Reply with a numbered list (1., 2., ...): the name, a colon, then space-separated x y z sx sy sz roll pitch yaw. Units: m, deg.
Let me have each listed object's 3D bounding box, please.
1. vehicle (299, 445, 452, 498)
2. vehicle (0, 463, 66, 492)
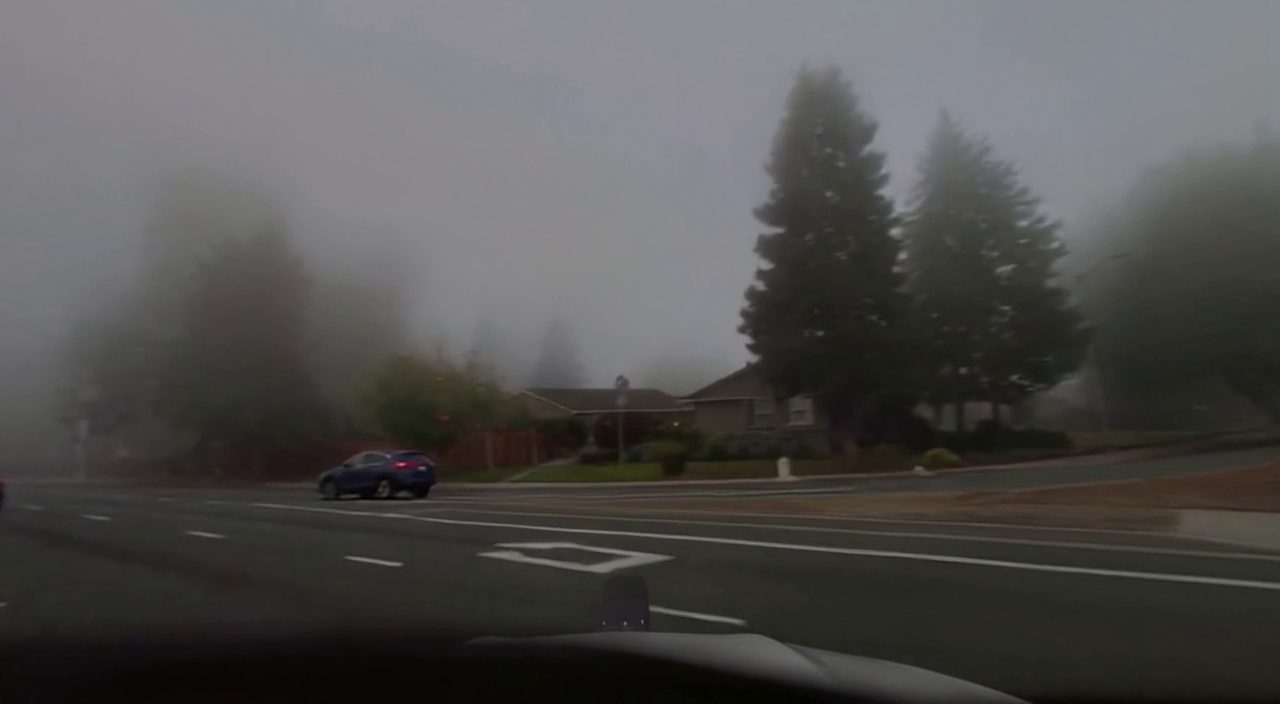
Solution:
1. vehicle: -9.734 4.354 23.285 4.995 1.798 2.102 -3 -9 18
2. vehicle: -35.703 7.224 36.492 4.882 1.460 1.933 -5 -9 27
